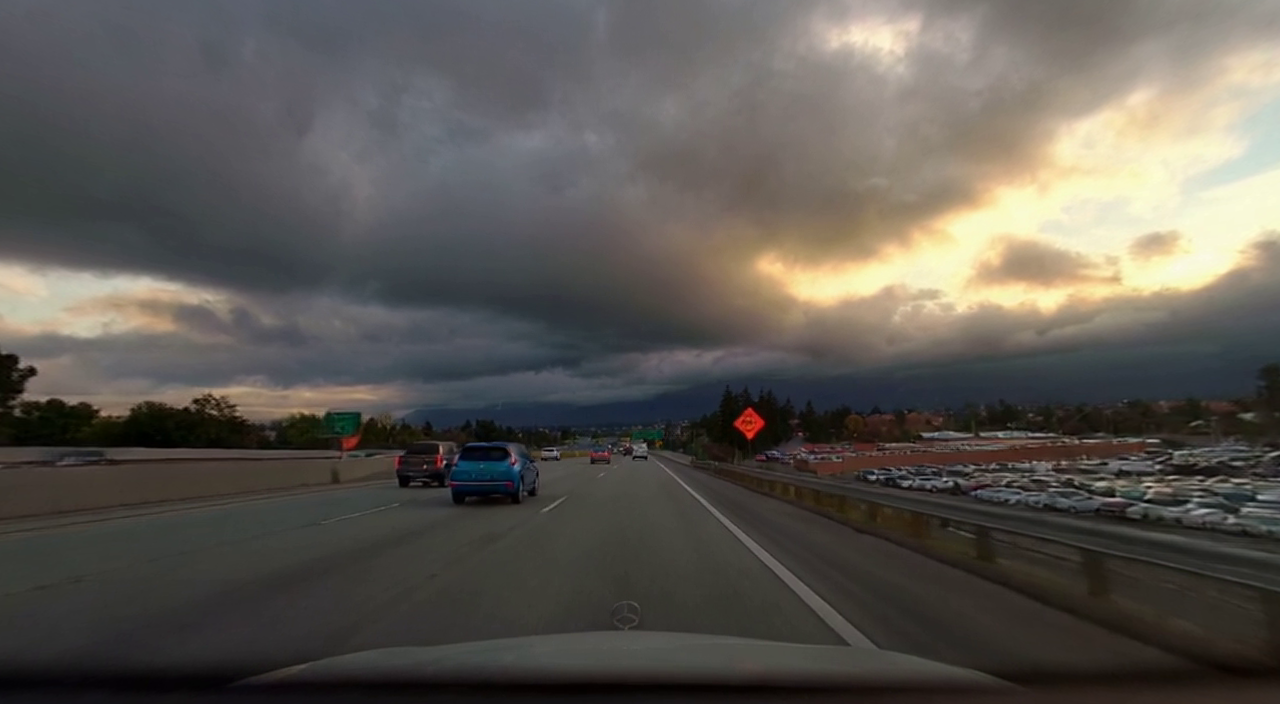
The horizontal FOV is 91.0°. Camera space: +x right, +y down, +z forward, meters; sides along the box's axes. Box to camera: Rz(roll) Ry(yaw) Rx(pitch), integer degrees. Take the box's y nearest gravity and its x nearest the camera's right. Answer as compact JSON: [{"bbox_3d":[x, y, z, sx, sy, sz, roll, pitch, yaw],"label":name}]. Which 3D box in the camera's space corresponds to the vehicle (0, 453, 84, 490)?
[{"bbox_3d":[-29.701,5.678,30.119,1.863,1.612,4.639,0,-9,2],"label":"vehicle"}]

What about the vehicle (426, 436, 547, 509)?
[{"bbox_3d":[-3.882,3.128,16.771,2.070,1.665,4.213,0,-9,1],"label":"vehicle"}]
